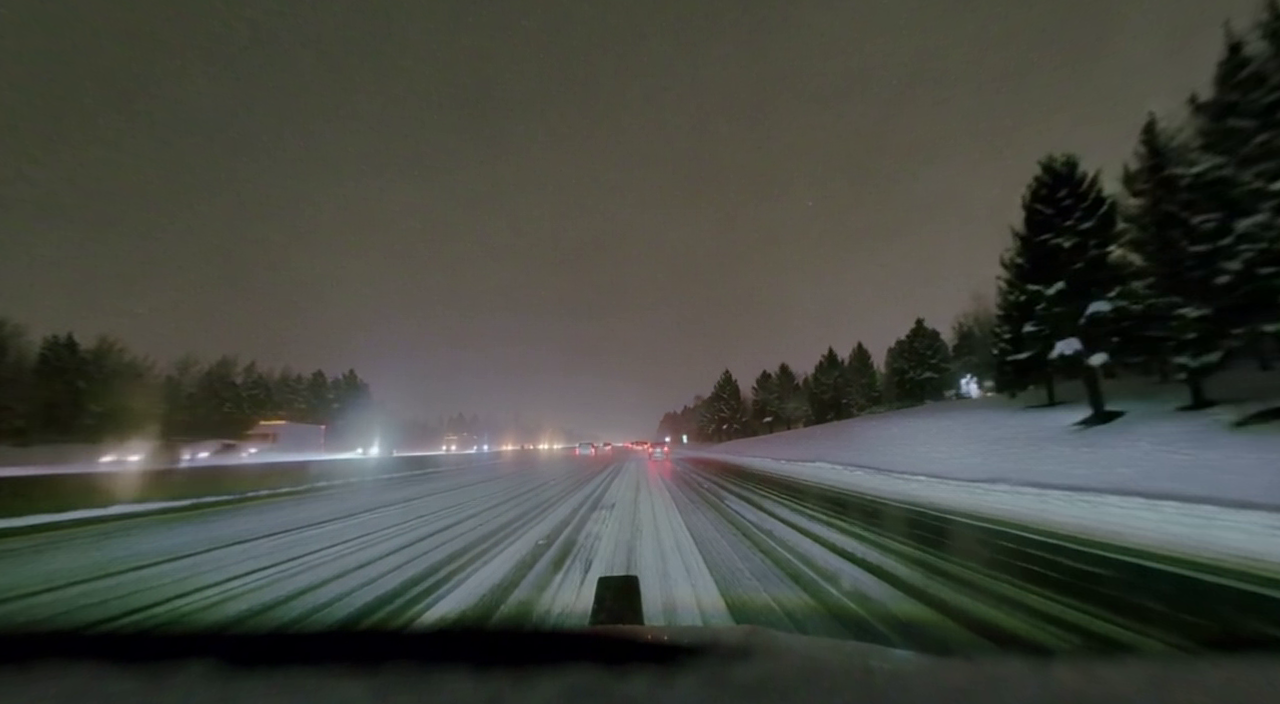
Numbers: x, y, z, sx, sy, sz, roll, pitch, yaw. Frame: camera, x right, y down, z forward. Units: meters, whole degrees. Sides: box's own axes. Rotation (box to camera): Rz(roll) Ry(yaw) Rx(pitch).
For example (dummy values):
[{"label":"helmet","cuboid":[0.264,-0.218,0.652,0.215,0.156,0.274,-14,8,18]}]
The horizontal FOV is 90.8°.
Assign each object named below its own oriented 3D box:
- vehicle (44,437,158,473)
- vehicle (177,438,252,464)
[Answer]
[{"label":"vehicle","cuboid":[-27.904,5.335,32.915,1.934,1.678,4.559,0,-8,0]},{"label":"vehicle","cuboid":[-31.634,7.382,47.129,2.058,1.790,5.148,0,-8,0]}]
